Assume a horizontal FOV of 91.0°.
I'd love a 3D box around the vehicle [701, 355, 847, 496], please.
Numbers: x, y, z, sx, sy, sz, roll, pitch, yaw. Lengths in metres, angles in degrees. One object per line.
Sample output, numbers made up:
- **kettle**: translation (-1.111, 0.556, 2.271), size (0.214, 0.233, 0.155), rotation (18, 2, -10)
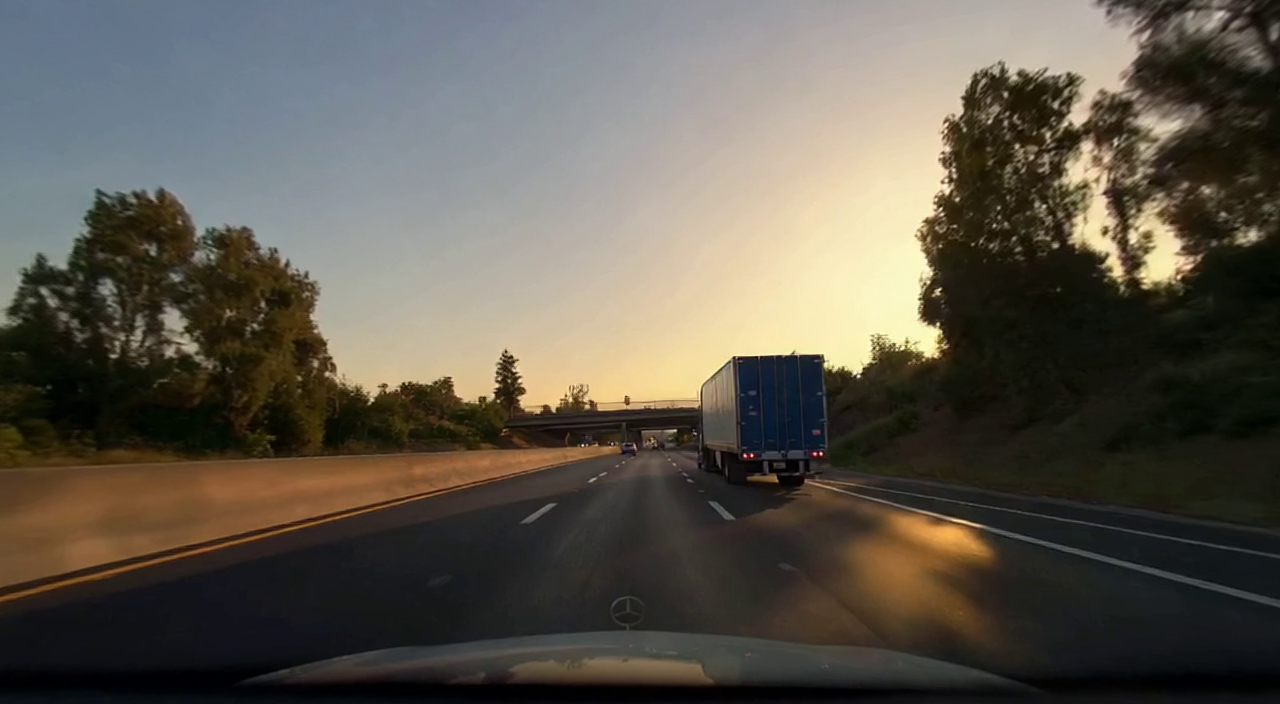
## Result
- **vehicle**: translation (4.126, 2.792, 22.777), size (2.870, 3.768, 11.872), rotation (0, -8, 1)
